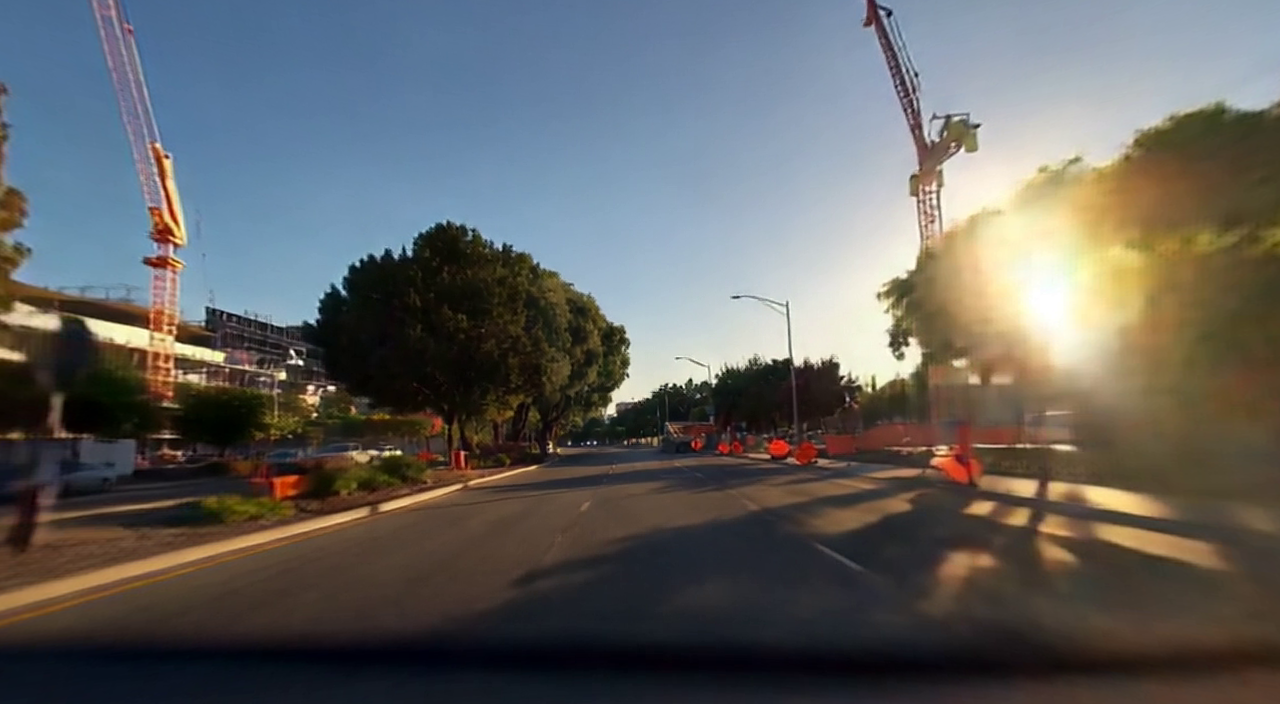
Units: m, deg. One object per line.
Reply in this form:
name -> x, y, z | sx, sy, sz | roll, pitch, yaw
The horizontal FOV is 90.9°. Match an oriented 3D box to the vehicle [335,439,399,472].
vehicle -> -18.268, 6.939, 42.525 | 2.286, 2.069, 5.077 | 0, -8, -3

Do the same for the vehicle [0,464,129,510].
vehicle -> -22.133, 5.012, 23.781 | 1.863, 1.470, 4.526 | 0, -9, 0

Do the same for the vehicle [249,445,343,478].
vehicle -> -21.995, 6.993, 40.637 | 2.328, 1.918, 5.628 | -1, -8, 7
